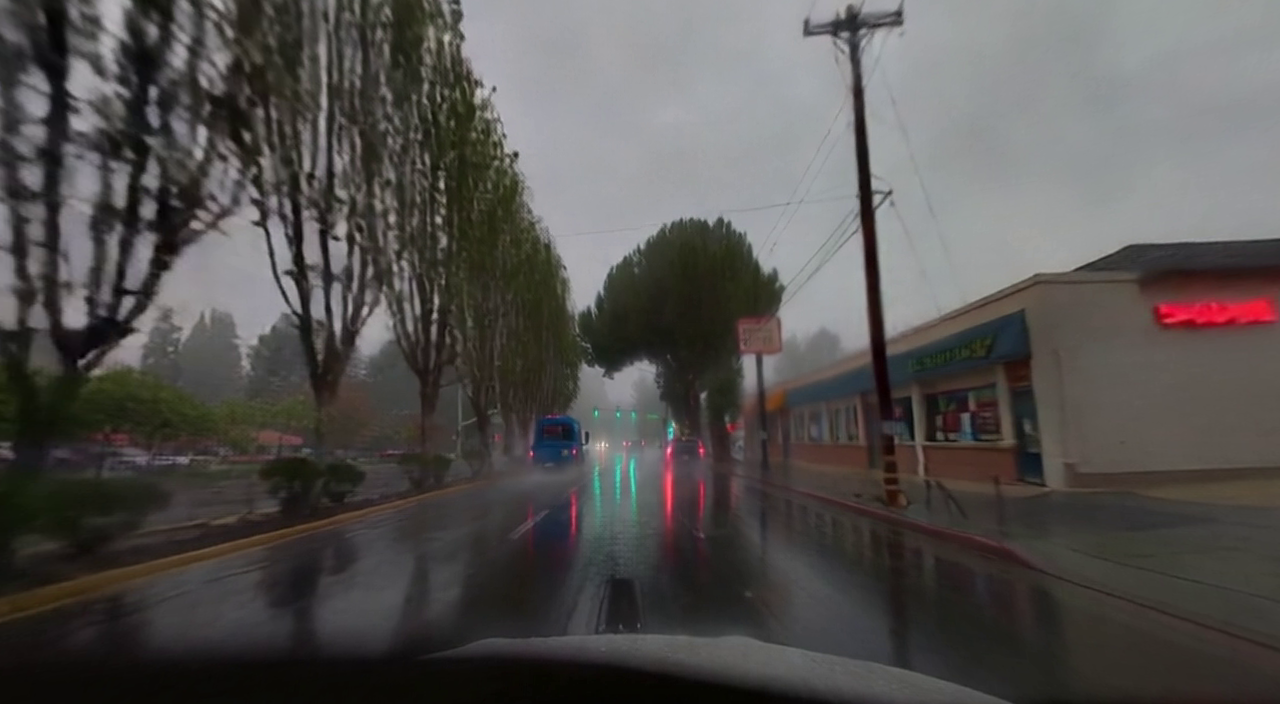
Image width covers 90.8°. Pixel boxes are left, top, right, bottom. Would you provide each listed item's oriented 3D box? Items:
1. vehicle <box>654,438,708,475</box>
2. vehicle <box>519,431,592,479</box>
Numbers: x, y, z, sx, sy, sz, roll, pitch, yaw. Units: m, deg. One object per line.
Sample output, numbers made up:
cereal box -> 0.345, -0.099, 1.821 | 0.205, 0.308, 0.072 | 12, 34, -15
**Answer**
vehicle -> 1.715, 4.588, 27.888 | 2.103, 1.487, 4.101 | 0, -8, 0
vehicle -> -3.344, 4.219, 26.113 | 2.464, 1.777, 5.128 | 0, -8, -2
